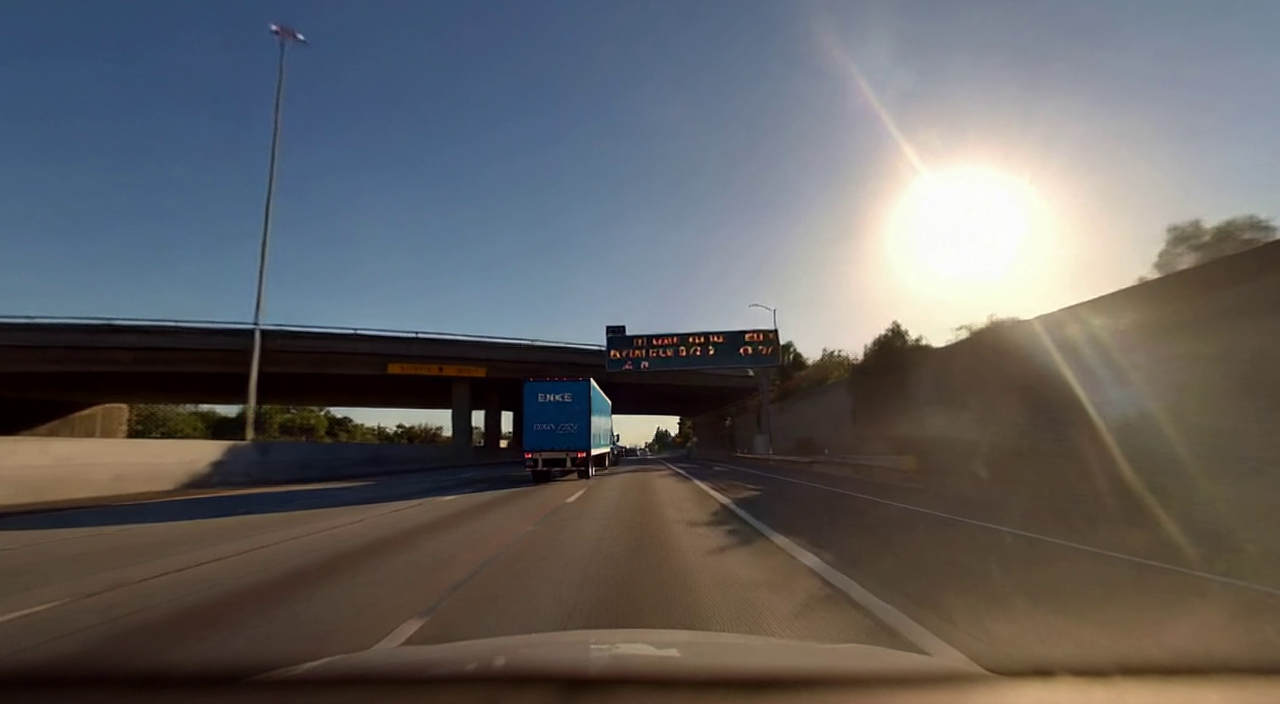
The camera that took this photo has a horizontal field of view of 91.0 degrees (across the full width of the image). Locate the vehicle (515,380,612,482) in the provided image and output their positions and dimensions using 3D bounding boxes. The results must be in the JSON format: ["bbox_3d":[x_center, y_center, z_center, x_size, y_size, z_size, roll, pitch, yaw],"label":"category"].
[{"bbox_3d":[-3.208,3.889,29.949,3.059,3.956,11.036,0,-9,1],"label":"vehicle"}]
